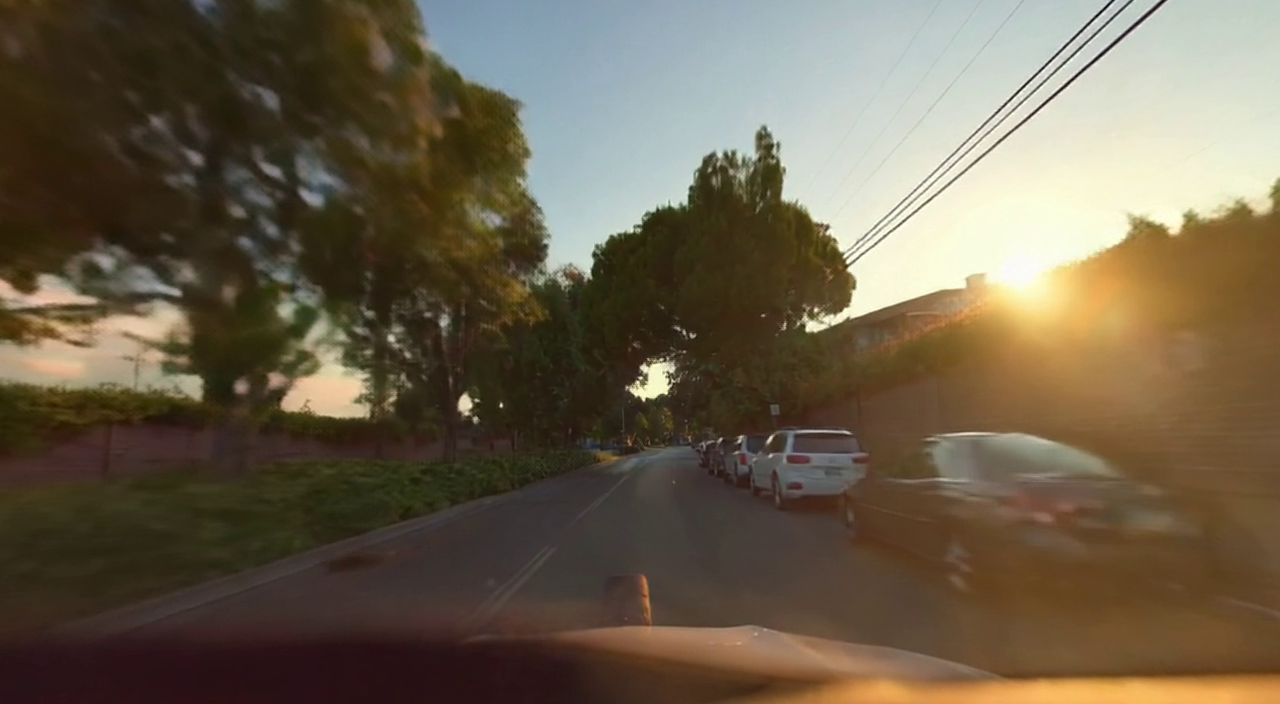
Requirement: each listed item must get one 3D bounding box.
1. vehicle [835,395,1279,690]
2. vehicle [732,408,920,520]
[{"bbox_3d":[3.770,1.485,6.354,2.048,1.596,5.543,3,-8,2],"label":"vehicle"},{"bbox_3d":[3.718,2.520,14.285,2.518,1.943,6.415,0,-10,2],"label":"vehicle"}]
